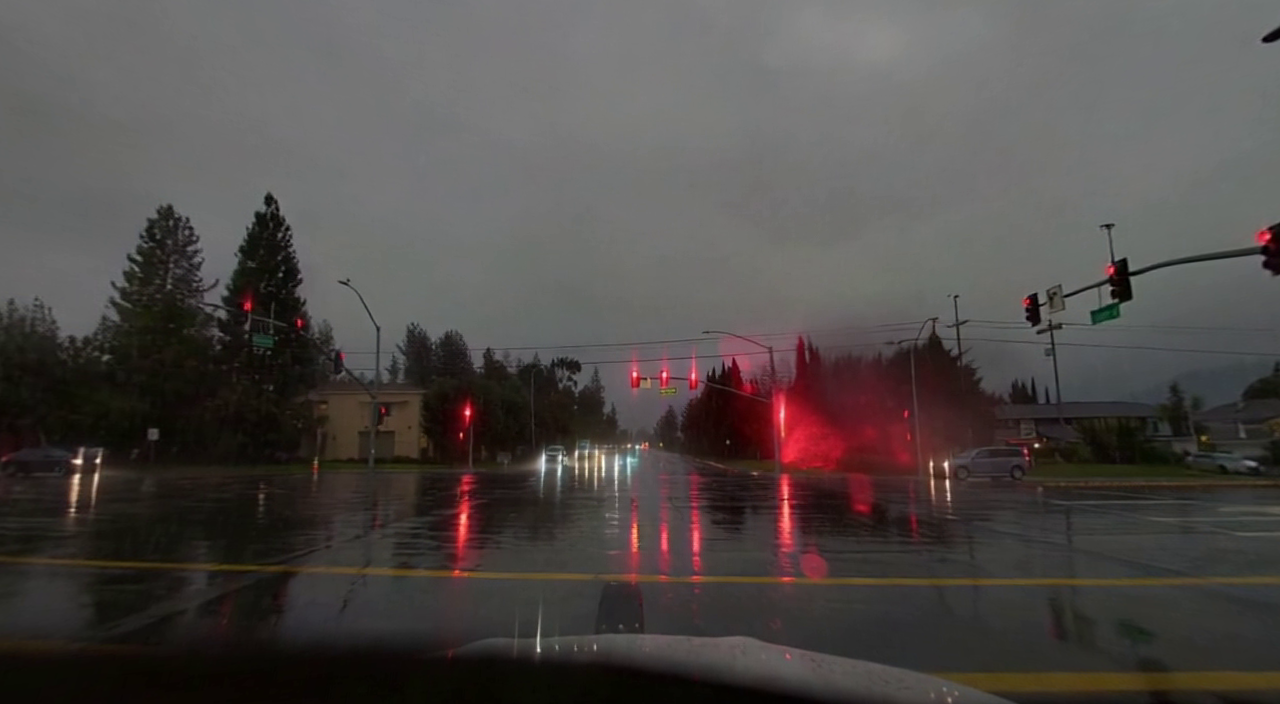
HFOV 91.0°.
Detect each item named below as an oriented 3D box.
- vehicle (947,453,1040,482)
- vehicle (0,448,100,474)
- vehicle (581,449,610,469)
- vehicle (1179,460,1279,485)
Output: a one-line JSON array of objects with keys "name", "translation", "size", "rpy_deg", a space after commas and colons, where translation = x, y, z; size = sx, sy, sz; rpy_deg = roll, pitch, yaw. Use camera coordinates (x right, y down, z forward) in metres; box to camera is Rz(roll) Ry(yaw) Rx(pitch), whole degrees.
[{"name": "vehicle", "translation": [21.078, 6.871, 37.591], "size": [4.447, 1.623, 1.801], "rpy_deg": [0, -9, -3]}, {"name": "vehicle", "translation": [-35.151, 6.428, 37.176], "size": [4.741, 1.447, 1.807], "rpy_deg": [0, -9, 0]}, {"name": "vehicle", "translation": [-3.468, 8.393, 49.384], "size": [1.908, 1.441, 4.142], "rpy_deg": [0, -8, 1]}, {"name": "vehicle", "translation": [36.204, 7.318, 38.298], "size": [4.976, 1.428, 1.929], "rpy_deg": [0, -8, -2]}]
